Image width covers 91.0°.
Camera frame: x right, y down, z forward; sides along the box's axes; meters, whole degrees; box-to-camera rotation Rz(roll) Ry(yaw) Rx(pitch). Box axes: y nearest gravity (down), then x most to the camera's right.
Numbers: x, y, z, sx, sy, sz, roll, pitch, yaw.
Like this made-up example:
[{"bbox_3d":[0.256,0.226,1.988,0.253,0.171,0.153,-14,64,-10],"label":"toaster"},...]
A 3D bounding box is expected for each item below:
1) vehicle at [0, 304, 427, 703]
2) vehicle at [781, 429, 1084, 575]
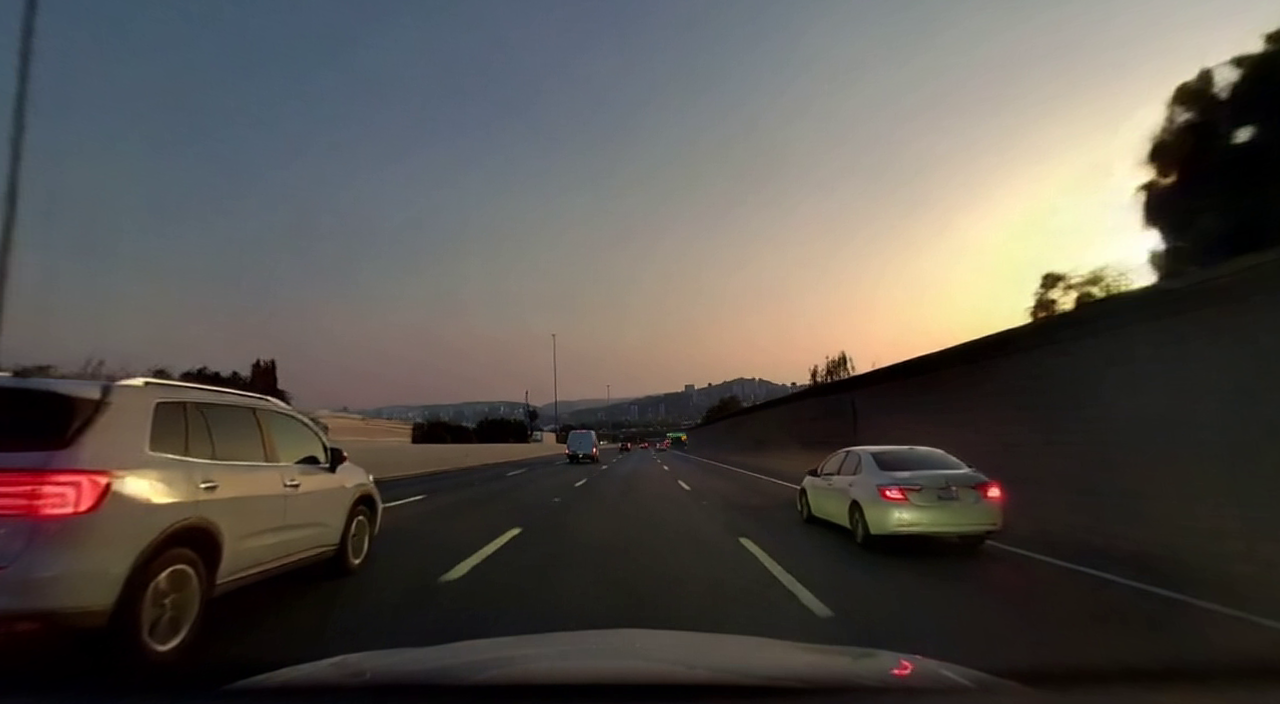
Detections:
[{"bbox_3d":[-3.783,1.063,4.804,2.285,1.853,5.564,0,-9,1],"label":"vehicle"},{"bbox_3d":[3.664,1.973,9.195,2.047,1.532,4.884,1,-9,0],"label":"vehicle"}]
